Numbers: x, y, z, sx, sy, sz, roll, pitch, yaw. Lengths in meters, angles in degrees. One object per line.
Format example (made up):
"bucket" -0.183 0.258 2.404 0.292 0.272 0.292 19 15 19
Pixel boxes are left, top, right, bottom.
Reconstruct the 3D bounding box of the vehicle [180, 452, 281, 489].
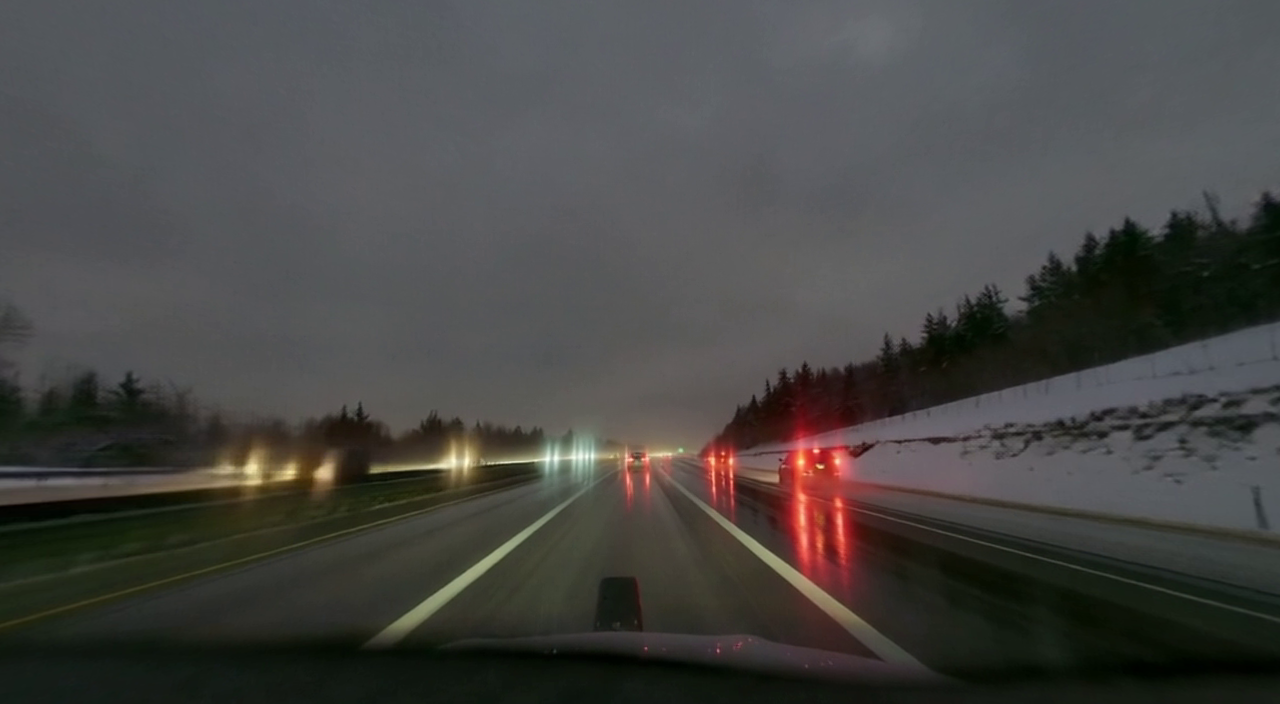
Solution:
"vehicle" -19.067 5.510 29.424 1.892 1.558 4.148 0 -9 0

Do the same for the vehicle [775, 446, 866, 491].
"vehicle" 6.783 4.415 24.126 2.008 1.533 4.592 0 -9 -1

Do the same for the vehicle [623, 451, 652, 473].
"vehicle" -0.148 8.028 45.920 2.025 1.526 4.181 0 -9 0

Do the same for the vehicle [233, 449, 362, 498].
"vehicle" -12.080 4.279 22.537 2.066 1.526 4.529 0 -9 0
